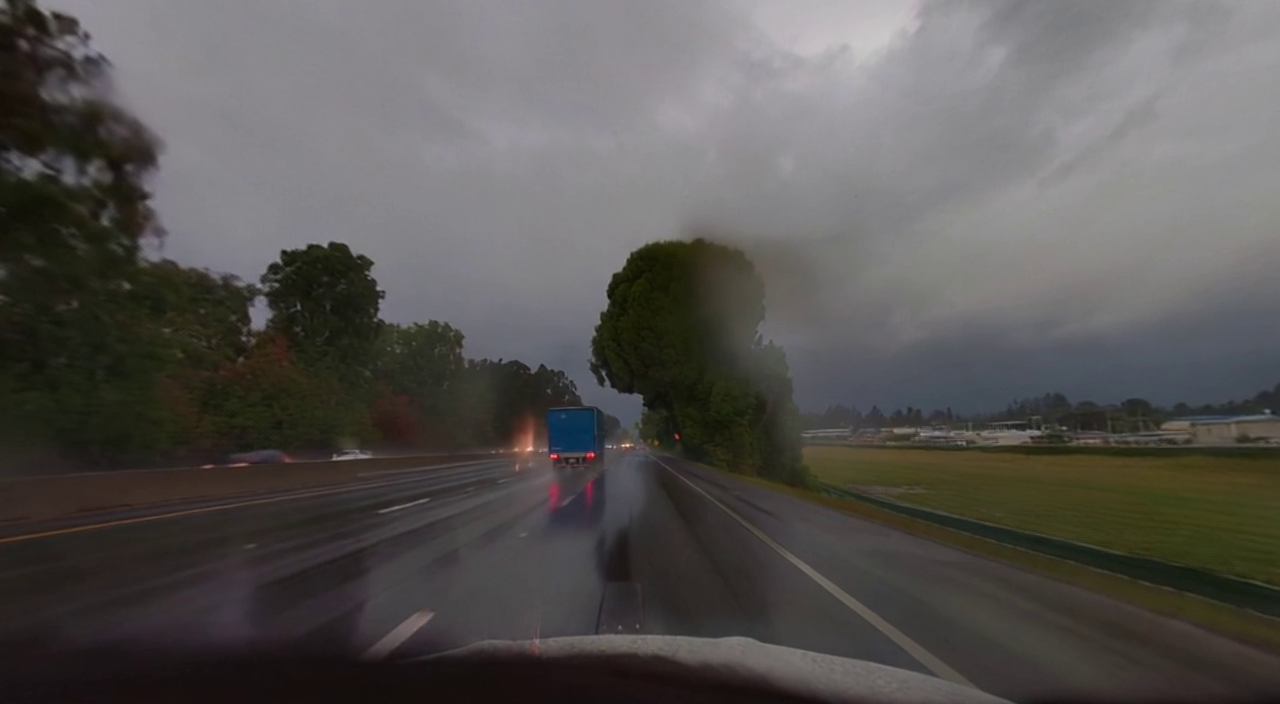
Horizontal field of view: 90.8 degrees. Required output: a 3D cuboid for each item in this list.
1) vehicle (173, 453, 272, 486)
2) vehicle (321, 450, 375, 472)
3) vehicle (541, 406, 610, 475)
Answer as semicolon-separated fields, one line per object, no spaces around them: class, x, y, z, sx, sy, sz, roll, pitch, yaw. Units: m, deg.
vehicle;-21.297;5.983;32.463;1.930;1.474;4.576;-1;-9;0
vehicle;-21.333;7.974;46.349;1.915;1.525;4.408;0;-9;0
vehicle;-3.321;4.890;34.679;2.874;3.309;8.208;0;-9;0
